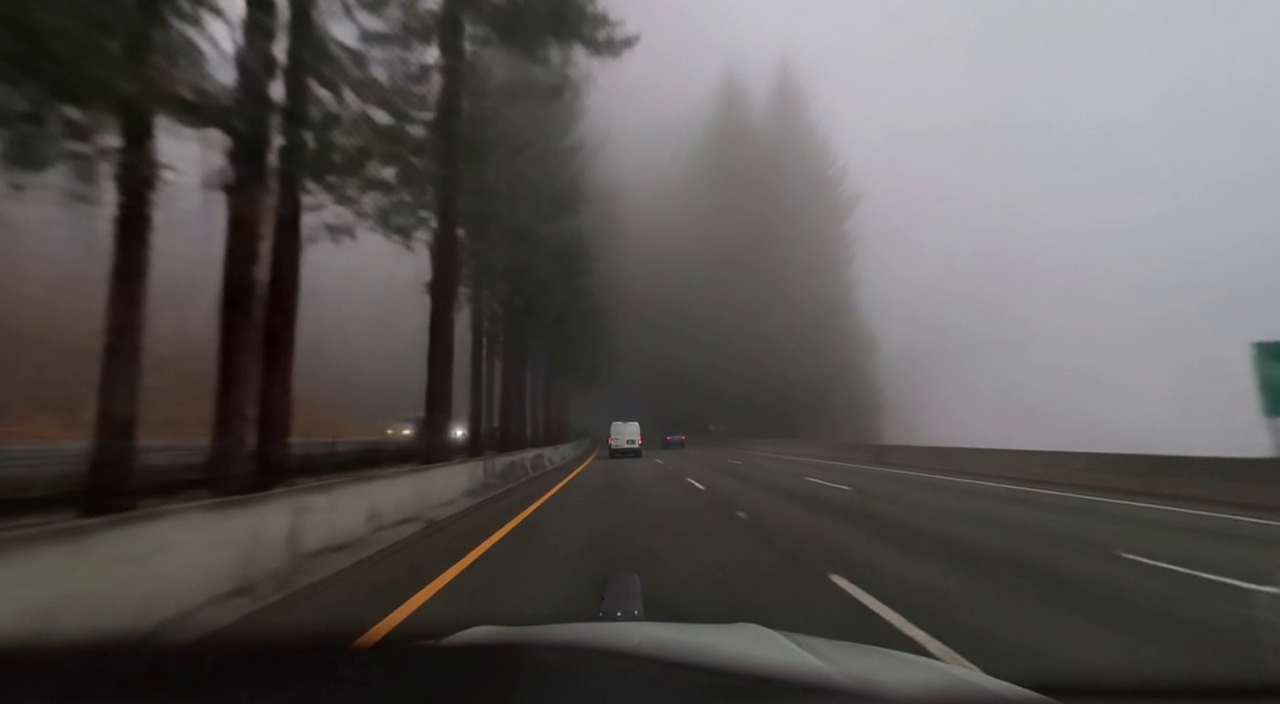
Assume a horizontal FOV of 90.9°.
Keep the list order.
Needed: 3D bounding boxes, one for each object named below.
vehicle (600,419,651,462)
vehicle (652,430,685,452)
[{"bbox_3d":[-0.789,4.468,31.809,2.403,1.994,4.683,0,-8,-3],"label":"vehicle"},{"bbox_3d":[2.079,6.618,47.019,1.996,1.589,3.715,1,-8,-4],"label":"vehicle"}]
